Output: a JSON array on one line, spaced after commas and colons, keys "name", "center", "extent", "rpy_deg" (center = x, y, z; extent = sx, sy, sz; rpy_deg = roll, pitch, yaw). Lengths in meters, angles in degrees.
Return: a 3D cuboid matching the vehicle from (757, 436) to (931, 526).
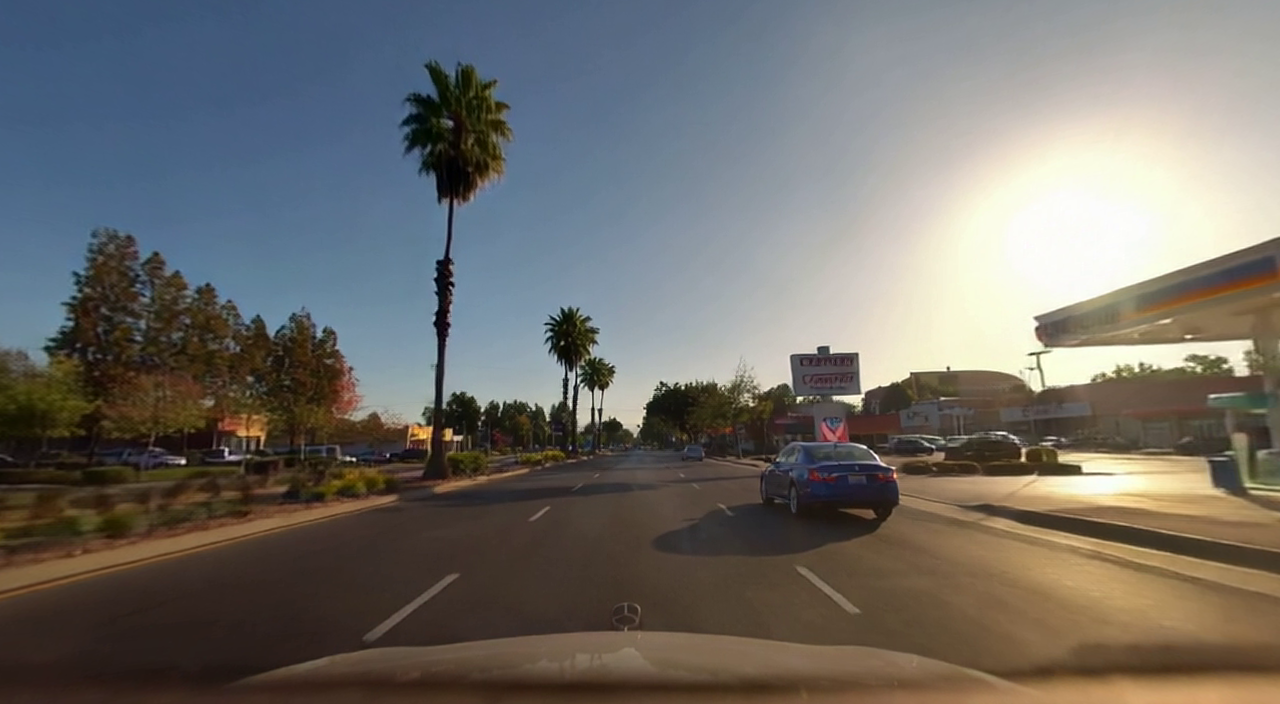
[{"name": "vehicle", "center": [3.720, 2.414, 12.460], "extent": [1.978, 1.442, 4.262], "rpy_deg": [0, -8, 0]}]
